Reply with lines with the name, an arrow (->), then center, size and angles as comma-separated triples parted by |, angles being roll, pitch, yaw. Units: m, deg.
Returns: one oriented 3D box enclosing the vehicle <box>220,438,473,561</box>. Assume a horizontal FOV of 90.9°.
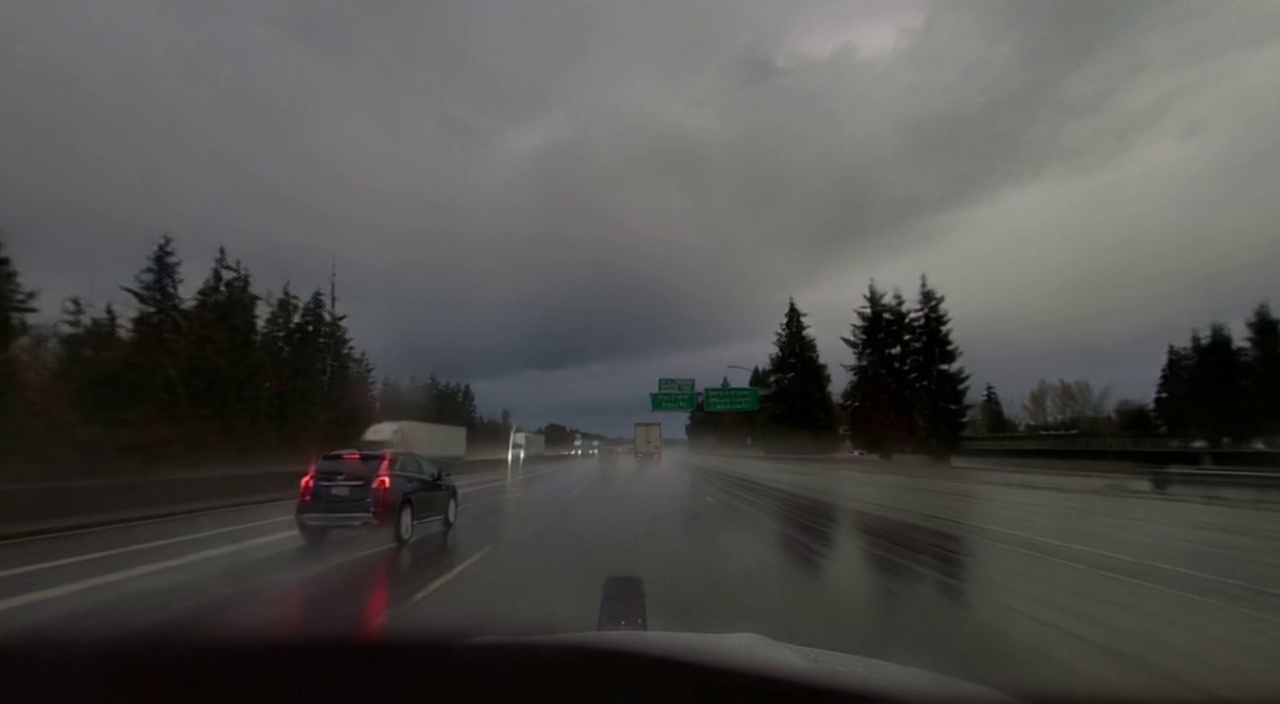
vehicle -> -4.168, 2.126, 9.841 | 1.945, 1.488, 4.043 | 0, -9, 1
